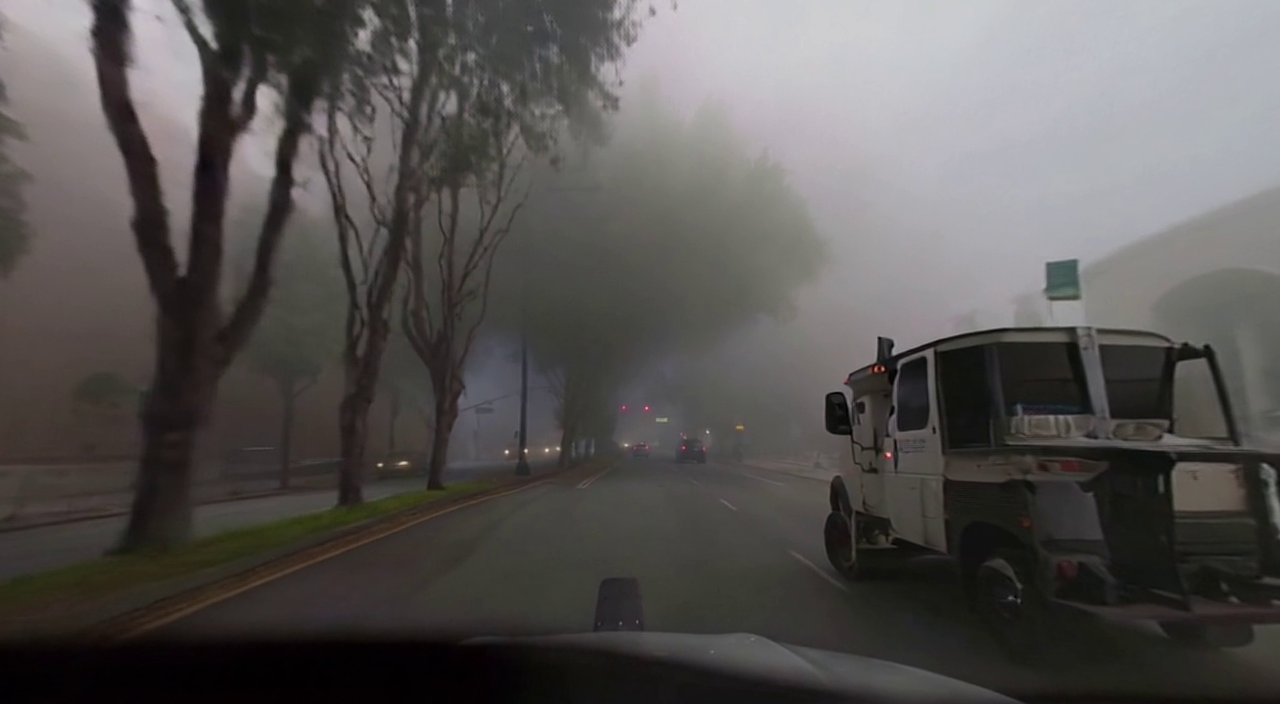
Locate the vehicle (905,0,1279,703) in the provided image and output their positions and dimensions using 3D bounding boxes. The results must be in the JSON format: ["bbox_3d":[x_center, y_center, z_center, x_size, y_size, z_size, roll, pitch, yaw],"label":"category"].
[{"bbox_3d":[3.804,-0.242,0.376,2.731,3.407,10.262,0,-9,-1],"label":"vehicle"}]

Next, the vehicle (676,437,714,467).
[{"bbox_3d":[3.731,6.899,43.724,2.099,1.936,4.575,0,-9,-1],"label":"vehicle"}]

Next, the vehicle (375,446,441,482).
[{"bbox_3d":[-13.652,6.568,37.499,2.140,1.961,4.641,0,-9,1],"label":"vehicle"}]
